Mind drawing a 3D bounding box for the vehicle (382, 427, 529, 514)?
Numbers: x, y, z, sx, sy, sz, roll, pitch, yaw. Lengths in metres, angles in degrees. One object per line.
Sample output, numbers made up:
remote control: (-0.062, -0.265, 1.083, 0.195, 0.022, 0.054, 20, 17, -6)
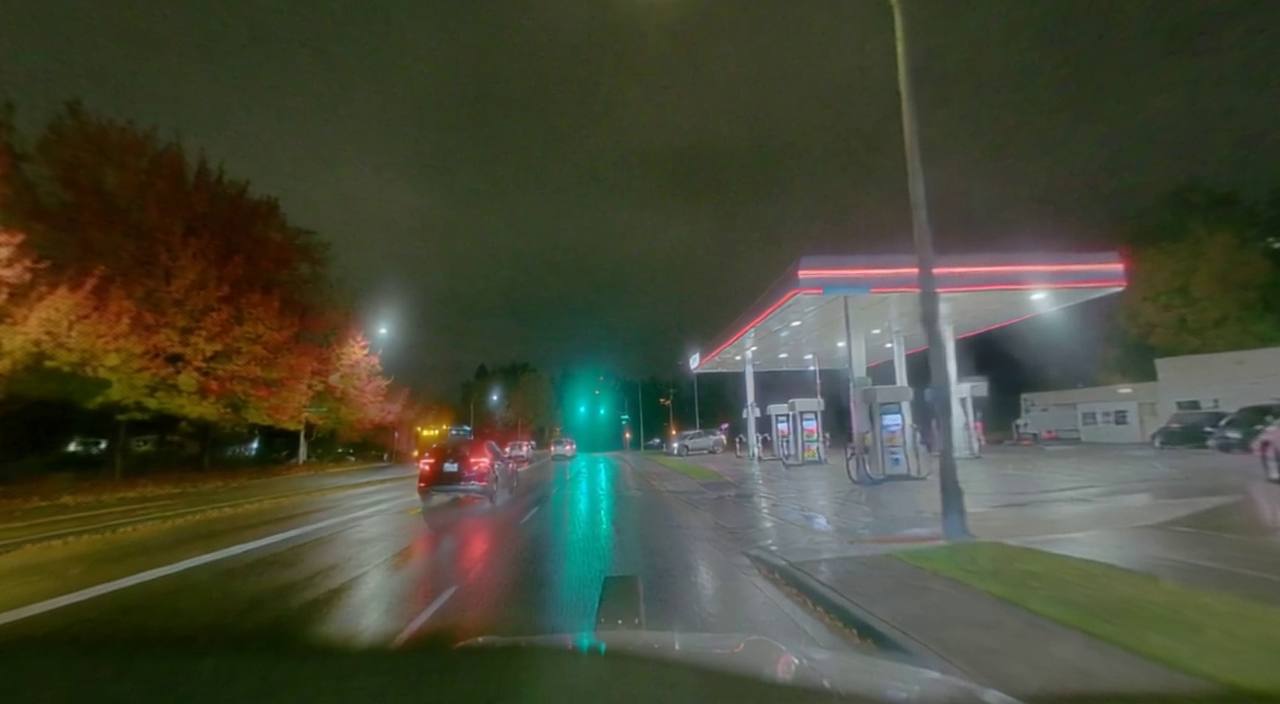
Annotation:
vehicle: (-3.633, 2.414, 13.212, 2.092, 1.507, 4.078, 0, -9, -4)

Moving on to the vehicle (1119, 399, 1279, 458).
vehicle: (16.827, 2.352, 18.932, 1.892, 1.594, 3.379, 0, -9, -2)

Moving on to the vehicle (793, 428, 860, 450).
vehicle: (13.417, 6.272, 45.239, 4.064, 1.507, 2.078, 0, -9, -3)

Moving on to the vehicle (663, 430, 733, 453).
vehicle: (4.292, 6.695, 46.757, 4.894, 1.451, 2.089, -2, -8, -3)

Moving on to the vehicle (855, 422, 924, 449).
vehicle: (18.079, 6.056, 45.463, 4.172, 1.687, 1.773, -3, -8, -5)

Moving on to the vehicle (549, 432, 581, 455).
vehicle: (-5.828, 7.191, 49.231, 2.365, 1.751, 3.904, 0, -9, -4)
